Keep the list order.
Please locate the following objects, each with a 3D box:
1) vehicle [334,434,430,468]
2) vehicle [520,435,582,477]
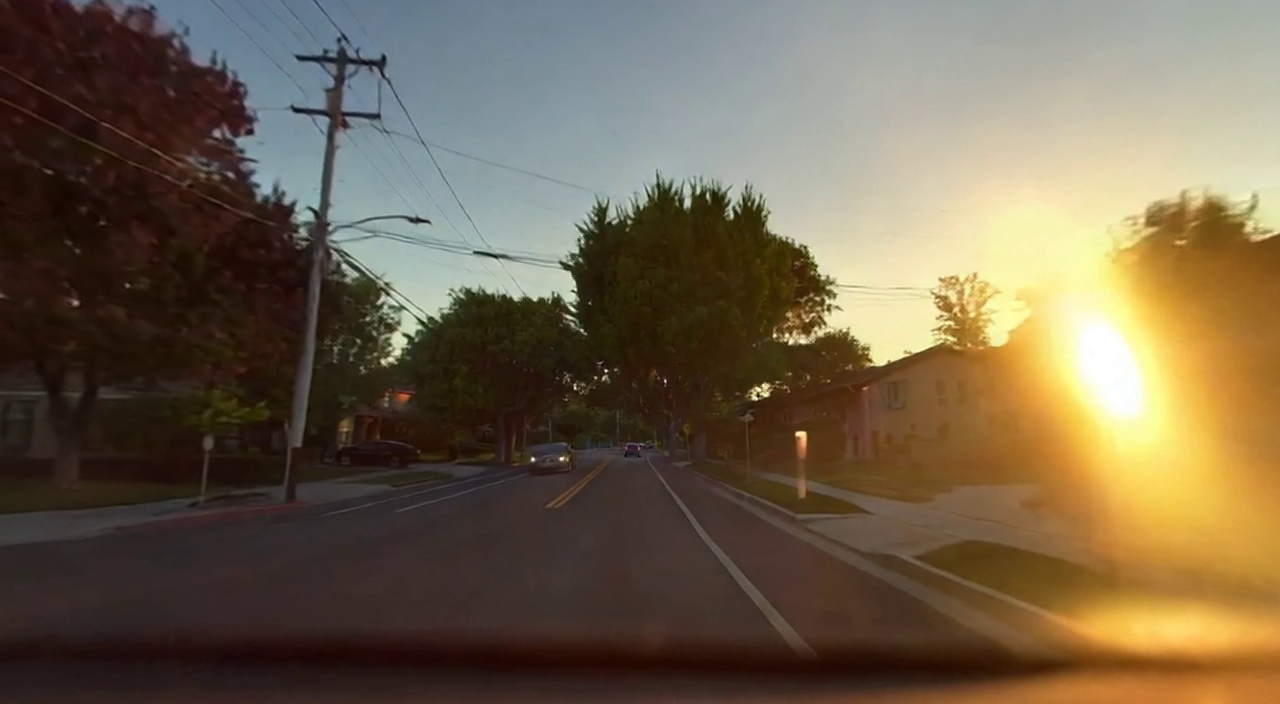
[{"bbox_3d":[-14.914,5.763,36.697,4.662,1.832,2.063,1,-8,-5],"label":"vehicle"},{"bbox_3d":[-4.031,4.834,29.562,2.145,1.762,4.960,1,-8,0],"label":"vehicle"}]
